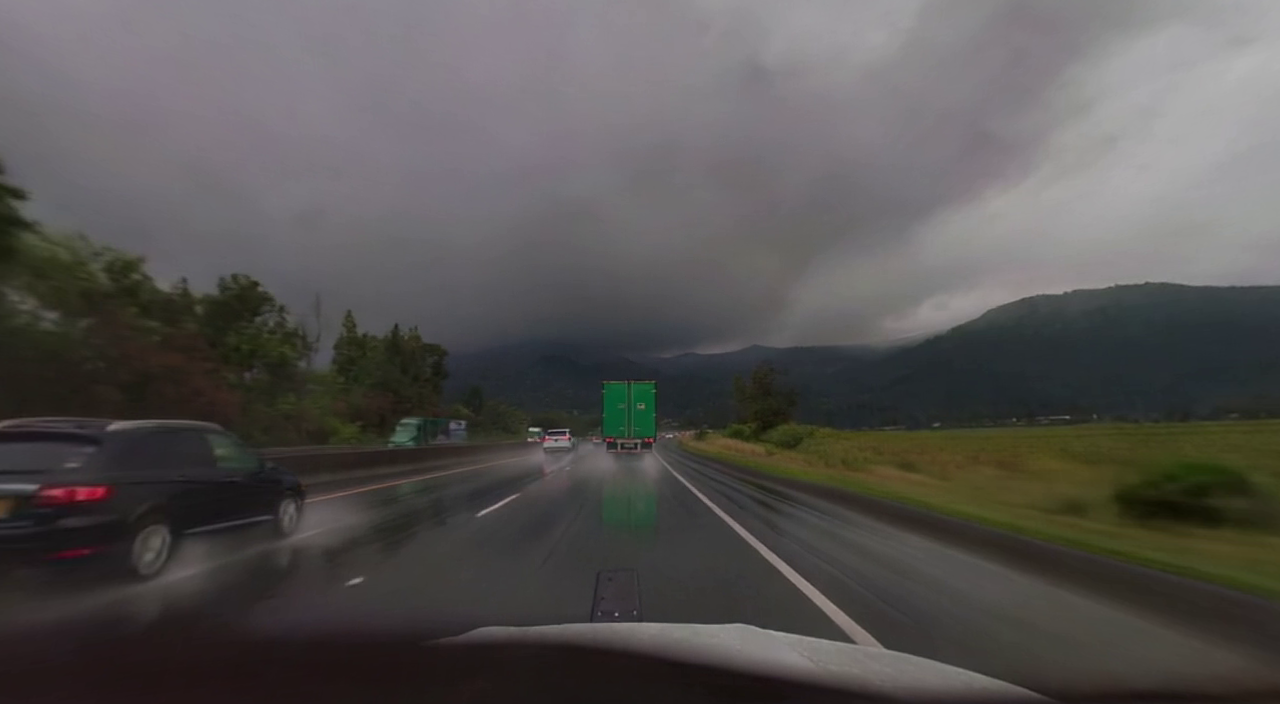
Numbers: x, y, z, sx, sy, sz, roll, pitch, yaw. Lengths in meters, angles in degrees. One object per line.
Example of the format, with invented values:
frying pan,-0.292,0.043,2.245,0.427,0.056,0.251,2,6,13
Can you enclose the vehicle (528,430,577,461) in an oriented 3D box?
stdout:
vehicle,-5.006,5.443,36.850,2.138,1.697,4.587,0,-8,1

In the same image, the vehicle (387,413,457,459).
vehicle,-16.851,6.566,49.267,2.645,3.229,7.395,0,-8,1

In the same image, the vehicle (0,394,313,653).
vehicle,-4.747,1.229,5.284,1.909,1.520,3.897,0,-8,0

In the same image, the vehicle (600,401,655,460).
vehicle,-0.523,3.416,27.346,2.319,2.461,1.270,0,-8,-1
